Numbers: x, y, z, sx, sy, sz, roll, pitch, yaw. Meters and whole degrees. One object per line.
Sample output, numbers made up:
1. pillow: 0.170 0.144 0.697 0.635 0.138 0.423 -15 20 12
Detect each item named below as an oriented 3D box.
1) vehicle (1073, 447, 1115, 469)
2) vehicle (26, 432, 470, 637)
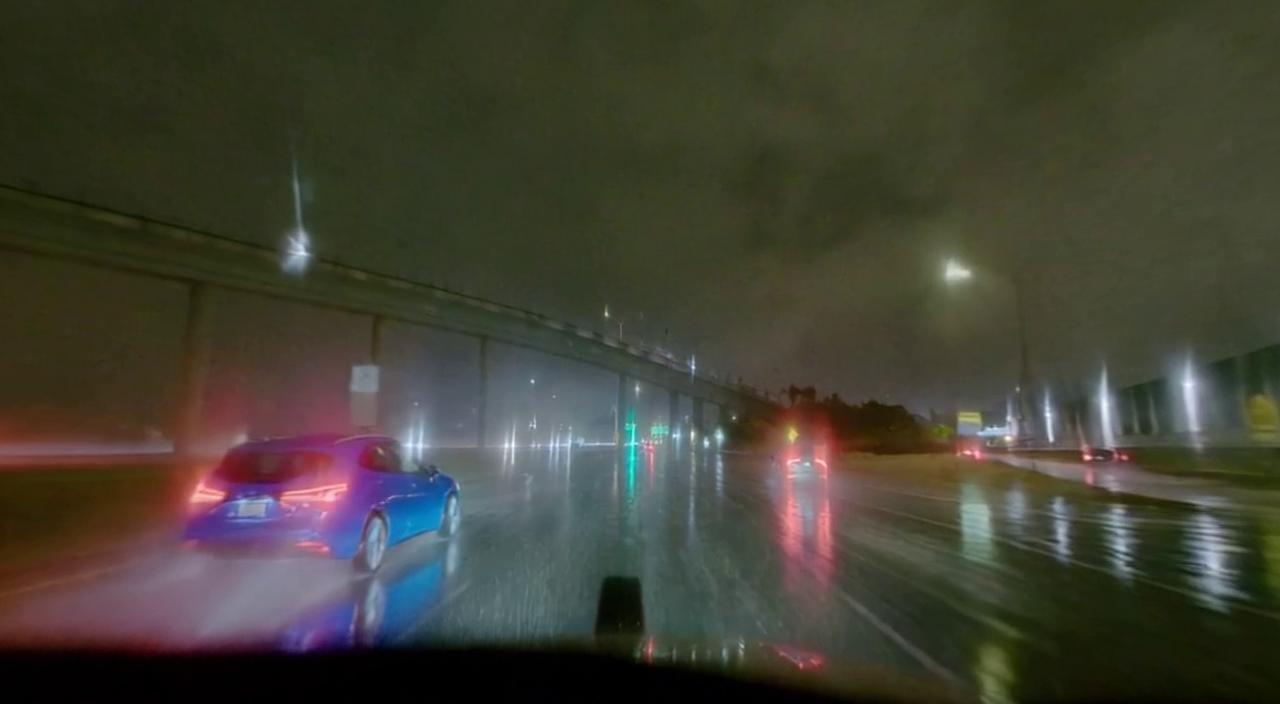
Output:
1. vehicle: 35.258 8.178 48.884 2.090 1.623 4.125 -7 -11 41
2. vehicle: -3.474 1.662 6.783 2.044 1.478 4.114 0 -9 1
